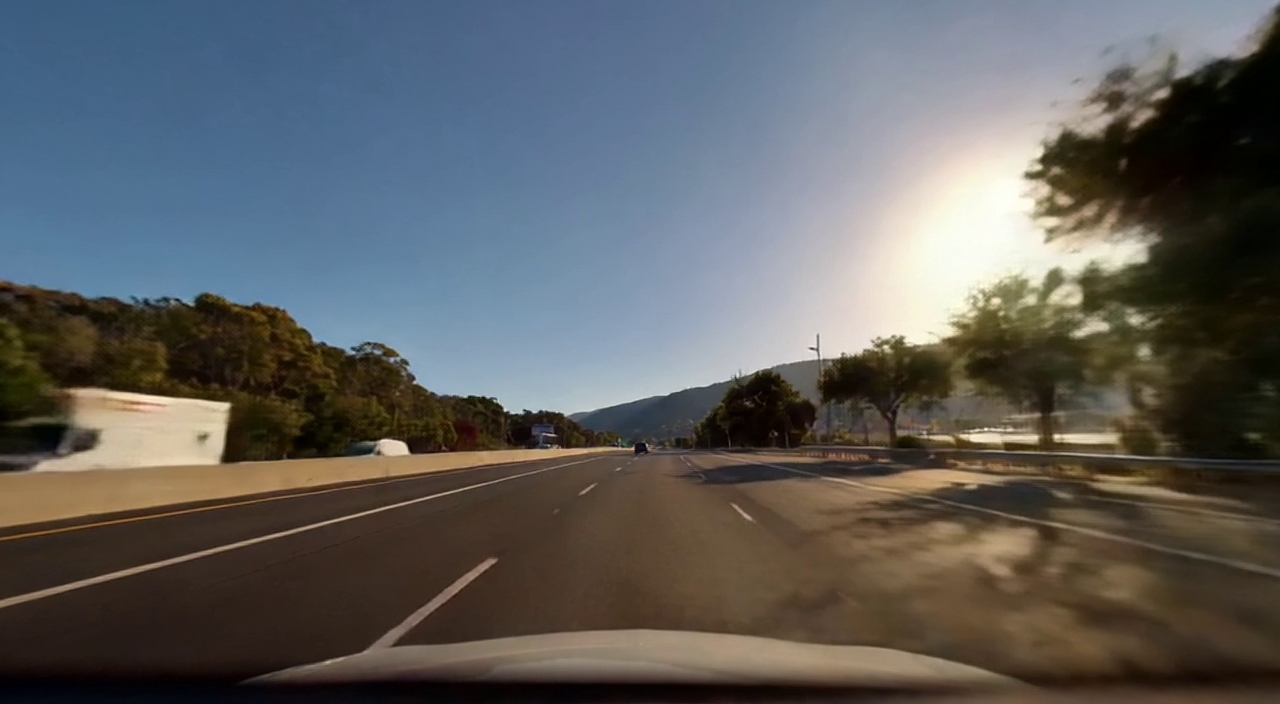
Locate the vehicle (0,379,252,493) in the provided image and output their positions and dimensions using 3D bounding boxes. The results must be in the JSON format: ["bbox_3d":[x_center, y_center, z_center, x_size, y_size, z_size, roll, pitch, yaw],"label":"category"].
[{"bbox_3d":[-21.615,3.639,27.039,3.007,3.884,10.521,0,-8,1],"label":"vehicle"}]

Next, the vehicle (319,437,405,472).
[{"bbox_3d":[-17.553,6.476,40.276,2.416,2.039,6.351,0,-8,2],"label":"vehicle"}]
